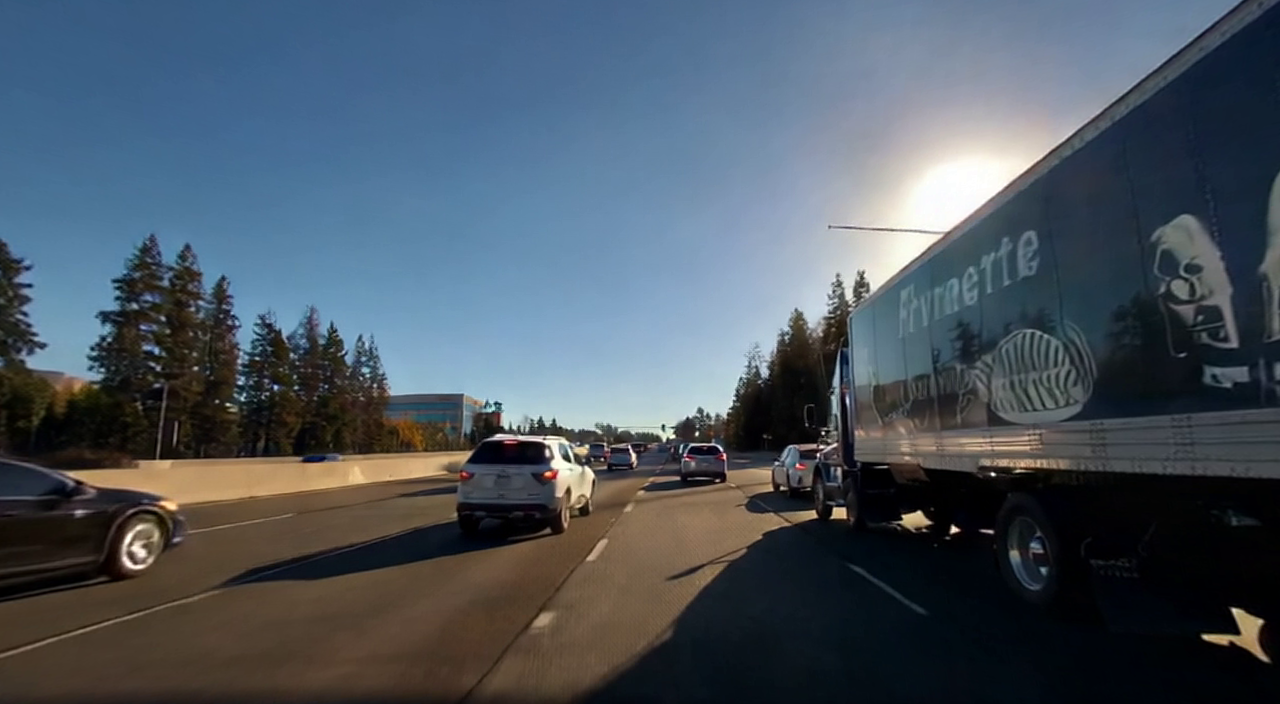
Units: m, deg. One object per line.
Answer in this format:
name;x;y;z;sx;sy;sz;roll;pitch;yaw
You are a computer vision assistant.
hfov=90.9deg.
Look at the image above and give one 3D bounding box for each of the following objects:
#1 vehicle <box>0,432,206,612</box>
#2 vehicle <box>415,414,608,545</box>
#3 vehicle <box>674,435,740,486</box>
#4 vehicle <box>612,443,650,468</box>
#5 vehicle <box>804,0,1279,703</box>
vehicle;-6.218;1.353;4.883;1.965;1.443;4.968;-1;-8;4
vehicle;-1.924;2.122;11.173;2.153;1.805;4.631;-1;-8;4
vehicle;2.383;3.990;23.553;2.156;1.701;4.494;-1;-8;3
vehicle;-0.495;6.498;39.731;2.036;1.441;4.253;-1;-8;4
vehicle;3.972;0.589;5.439;2.987;3.212;9.311;-1;-8;3
